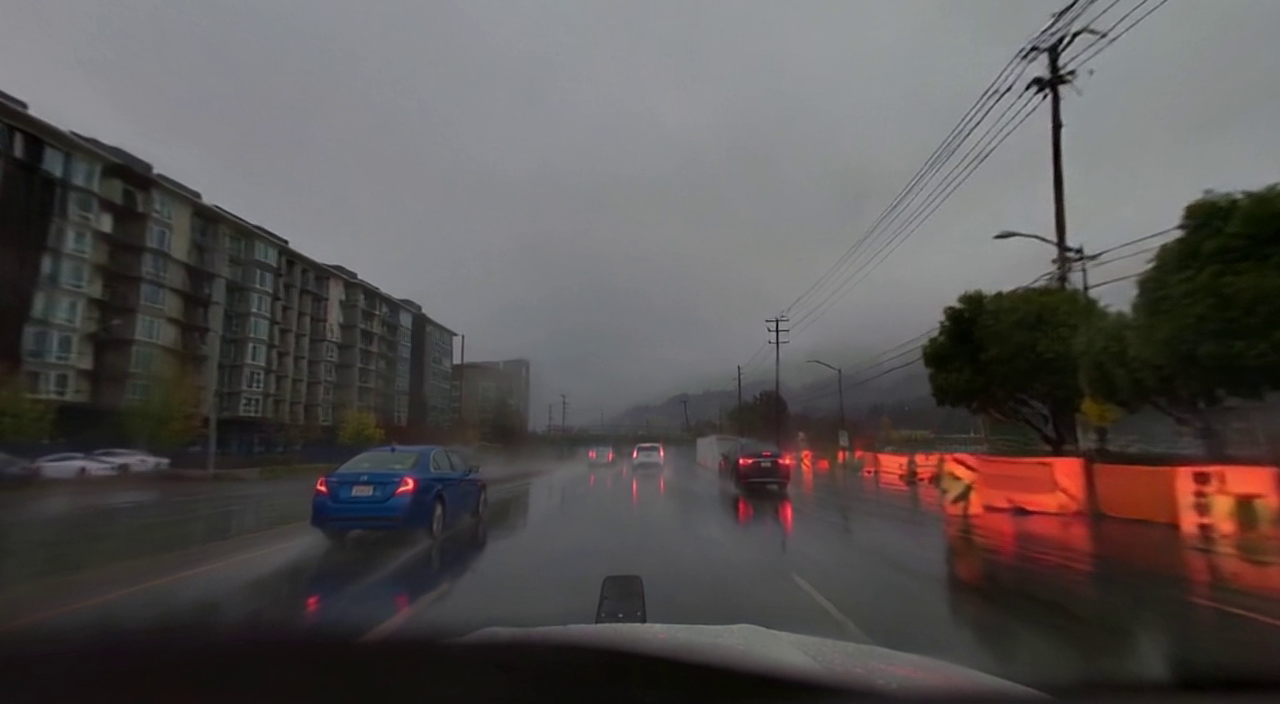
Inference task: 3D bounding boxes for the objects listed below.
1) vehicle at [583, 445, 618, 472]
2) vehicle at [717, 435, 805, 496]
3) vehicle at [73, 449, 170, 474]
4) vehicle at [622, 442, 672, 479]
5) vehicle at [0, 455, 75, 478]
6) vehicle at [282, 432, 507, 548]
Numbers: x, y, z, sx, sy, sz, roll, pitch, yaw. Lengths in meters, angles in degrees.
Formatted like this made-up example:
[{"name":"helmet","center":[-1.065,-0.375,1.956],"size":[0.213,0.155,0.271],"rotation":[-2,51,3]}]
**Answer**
[{"name":"vehicle","center":[-2.827,7.688,46.056],"size":[2.190,1.832,4.417],"rotation":[0,-8,1]},{"name":"vehicle","center":[3.849,3.695,20.933],"size":[2.029,1.797,4.218],"rotation":[0,-8,-1]},{"name":"vehicle","center":[-36.248,7.634,44.266],"size":[4.874,1.671,1.983],"rotation":[1,-8,-2]},{"name":"vehicle","center":[0.352,5.353,31.499],"size":[2.291,1.714,4.217],"rotation":[0,-8,0]},{"name":"vehicle","center":[-36.845,6.865,37.829],"size":[4.090,1.271,1.813],"rotation":[1,-8,-3]},{"name":"vehicle","center":[-3.632,2.106,10.341],"size":[1.968,1.473,4.209],"rotation":[0,-8,0]}]
